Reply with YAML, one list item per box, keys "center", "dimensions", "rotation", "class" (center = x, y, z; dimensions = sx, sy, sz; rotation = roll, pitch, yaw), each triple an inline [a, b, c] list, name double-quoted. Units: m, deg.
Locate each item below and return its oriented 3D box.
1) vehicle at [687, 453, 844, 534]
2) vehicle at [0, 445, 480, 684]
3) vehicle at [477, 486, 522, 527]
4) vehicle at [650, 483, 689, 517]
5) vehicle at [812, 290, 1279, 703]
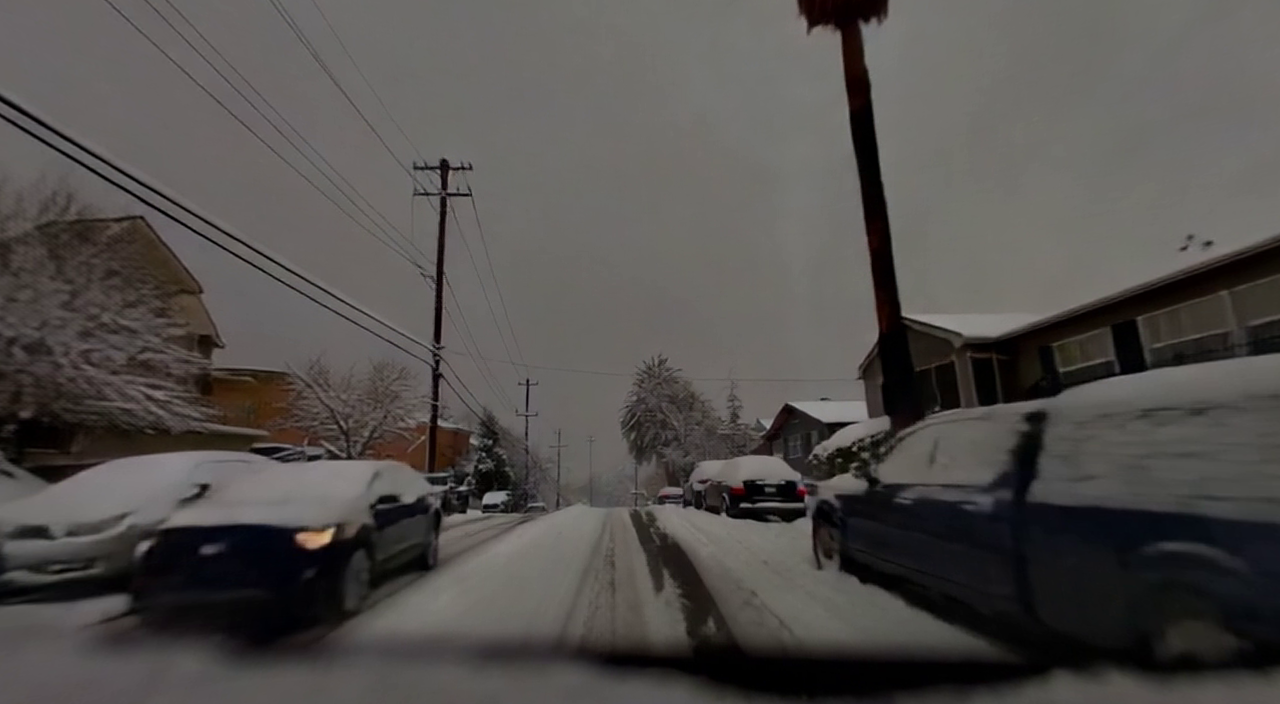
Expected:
- center: [2.629, 3.123, 14.588]
  dimensions: [2.212, 1.476, 4.678]
  rotation: [1, -8, -6]
  class: "vehicle"
- center: [-3.225, 1.687, 6.332]
  dimensions: [2.060, 1.483, 4.574]
  rotation: [0, -8, 0]
  class: "vehicle"
- center: [-8.158, 8.982, 36.974]
  dimensions: [1.933, 1.824, 5.142]
  rotation: [1, -8, -6]
  class: "vehicle"
- center: [1.543, 7.951, 34.004]
  dimensions: [1.756, 1.455, 3.965]
  rotation: [1, -8, -2]
  class: "vehicle"
- center: [3.336, 1.084, 4.217]
  dimensions: [2.358, 2.008, 5.957]
  rotation: [0, -8, -3]
  class: "vehicle"
